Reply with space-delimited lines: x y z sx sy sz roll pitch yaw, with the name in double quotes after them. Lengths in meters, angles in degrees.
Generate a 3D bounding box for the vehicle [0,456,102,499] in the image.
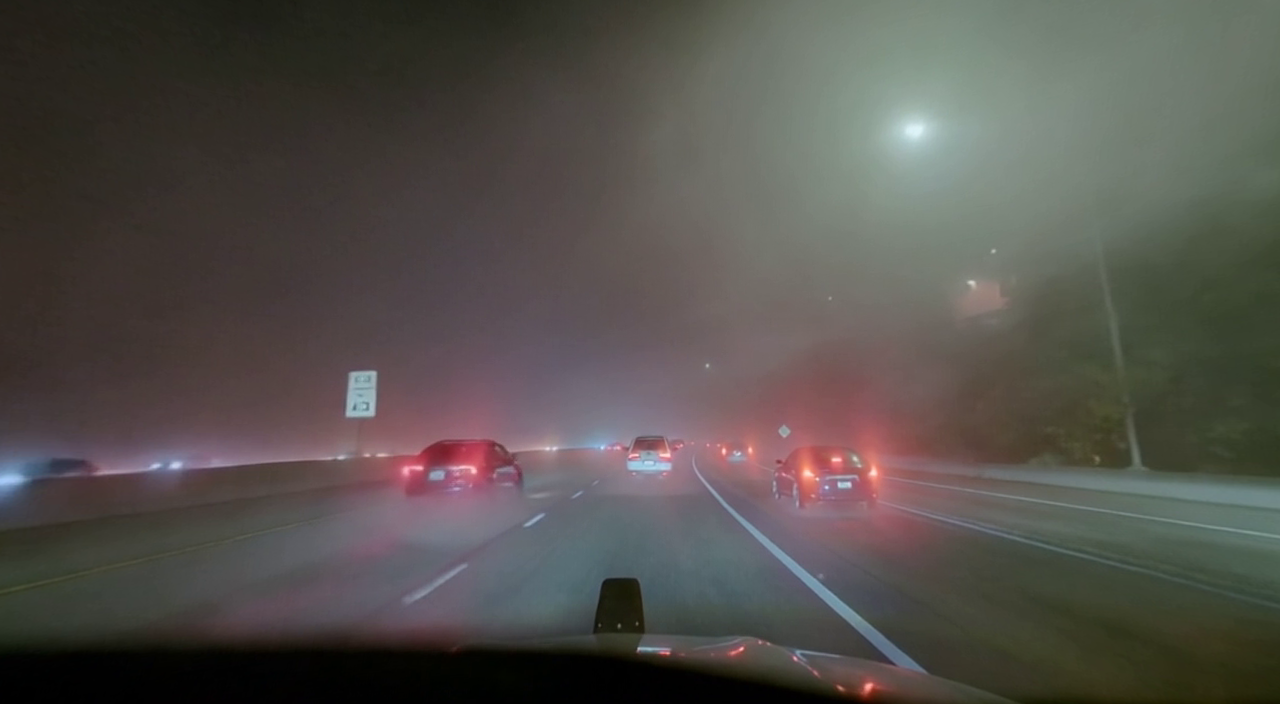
-24.774 5.008 25.397 1.831 1.519 4.633 0 -9 3 "vehicle"

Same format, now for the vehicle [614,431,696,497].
0.450 3.301 18.881 2.181 1.728 3.970 0 -9 1 "vehicle"

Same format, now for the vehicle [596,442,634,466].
-1.745 7.333 45.520 2.128 1.627 4.697 0 -9 5 "vehicle"

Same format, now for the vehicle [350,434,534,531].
-3.492 2.381 12.078 2.012 1.495 4.169 0 -9 2 "vehicle"

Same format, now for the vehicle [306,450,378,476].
-19.592 7.327 41.701 2.204 1.585 4.665 0 -9 4 "vehicle"

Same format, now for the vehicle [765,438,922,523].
4.157 2.690 13.753 1.999 1.514 4.338 0 -9 0 "vehicle"

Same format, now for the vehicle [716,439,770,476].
5.111 5.291 31.875 2.063 1.710 4.591 0 -9 2 "vehicle"

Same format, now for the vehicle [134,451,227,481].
-27.407 6.807 37.782 1.866 1.614 4.594 0 -9 3 "vehicle"
